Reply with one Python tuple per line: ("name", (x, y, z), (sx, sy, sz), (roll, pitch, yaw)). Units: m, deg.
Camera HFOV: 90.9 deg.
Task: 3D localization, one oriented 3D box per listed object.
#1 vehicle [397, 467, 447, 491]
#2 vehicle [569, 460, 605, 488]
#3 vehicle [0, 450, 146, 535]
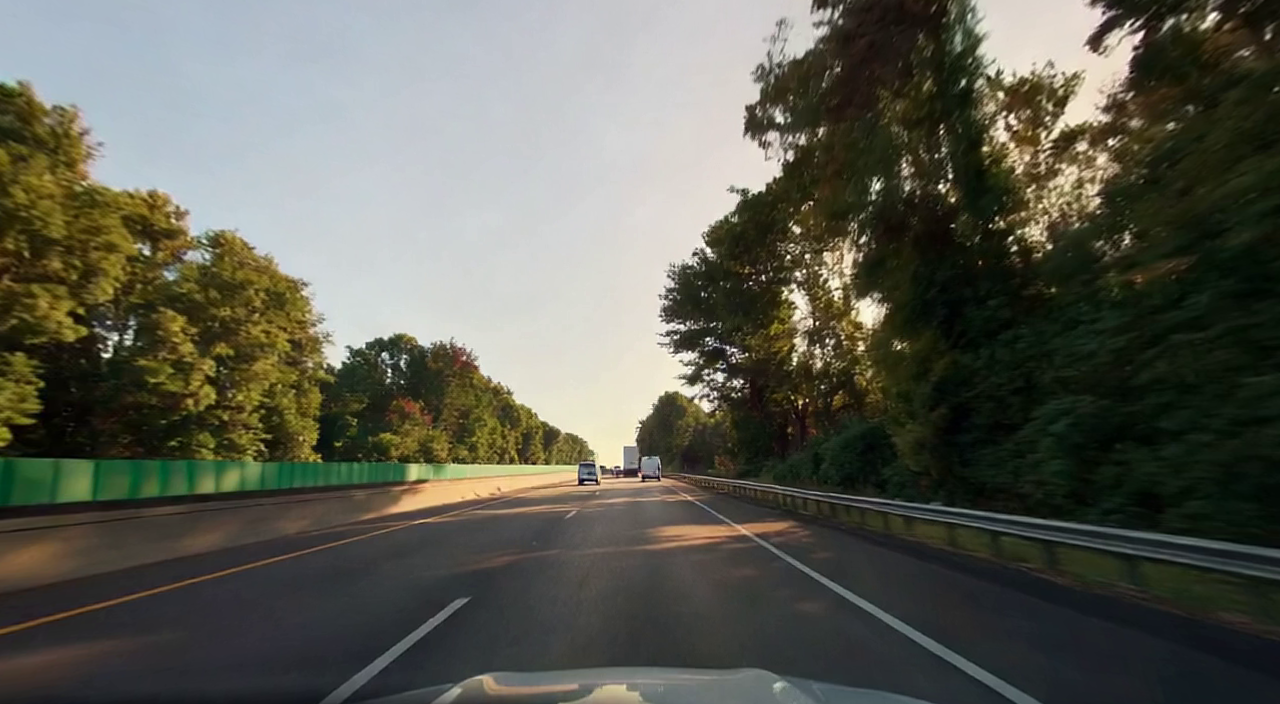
("vehicle", (-14.242, 8.315, 41.385), (1.854, 1.440, 4.311), (1, -11, -2))
("vehicle", (-3.628, 8.522, 44.176), (2.132, 1.805, 4.257), (1, -11, 0))
("vehicle", (-12.106, 2.635, 12.044), (1.811, 1.466, 4.240), (1, -11, 0))
